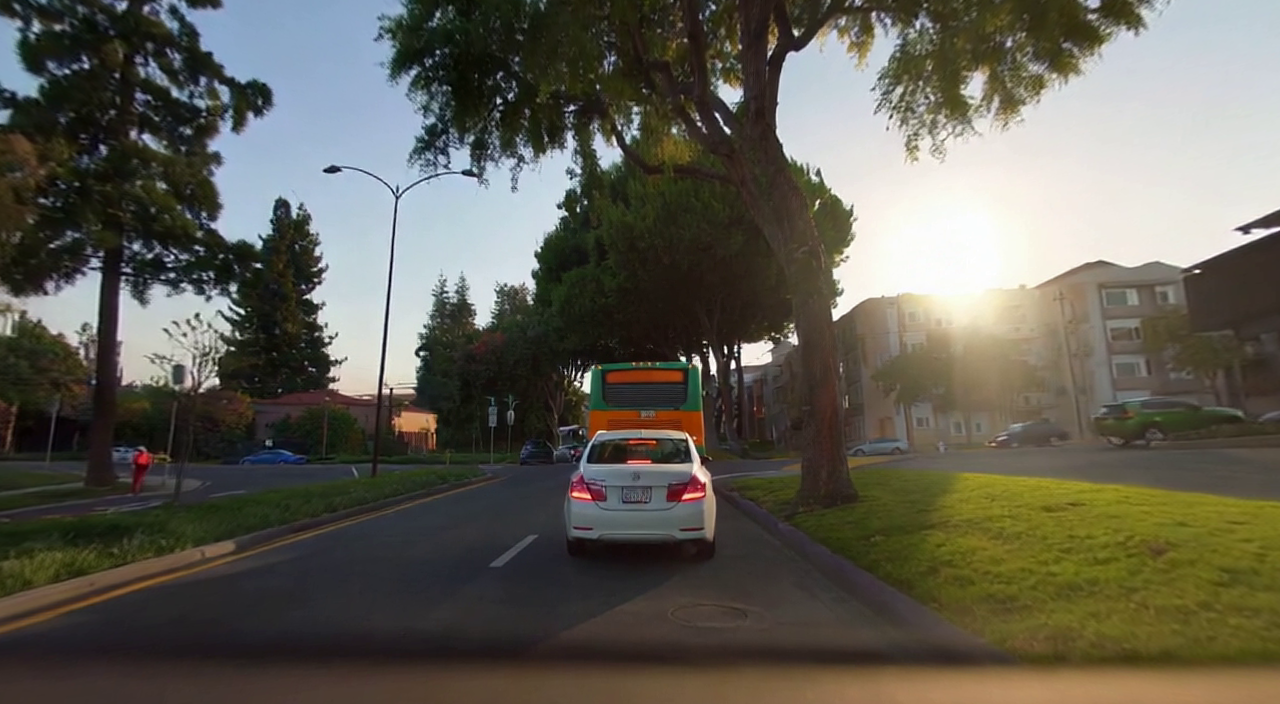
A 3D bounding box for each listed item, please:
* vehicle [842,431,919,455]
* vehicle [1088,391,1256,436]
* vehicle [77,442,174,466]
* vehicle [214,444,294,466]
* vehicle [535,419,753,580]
[{"bbox_3d":[15.785,6.001,41.407,4.422,1.457,1.882,-5,-10,29],"label":"vehicle"},{"bbox_3d":[19.664,2.375,23.483,1.781,1.458,4.359,6,-10,-35],"label":"vehicle"},{"bbox_3d":[-32.010,6.336,39.337,4.473,1.442,1.743,7,-11,-38],"label":"vehicle"},{"bbox_3d":[-25.905,6.920,42.453,4.403,1.422,1.697,4,-9,-26],"label":"vehicle"},{"bbox_3d":[0.061,1.666,7.879,2.020,1.478,3.922,0,-8,1],"label":"vehicle"}]
